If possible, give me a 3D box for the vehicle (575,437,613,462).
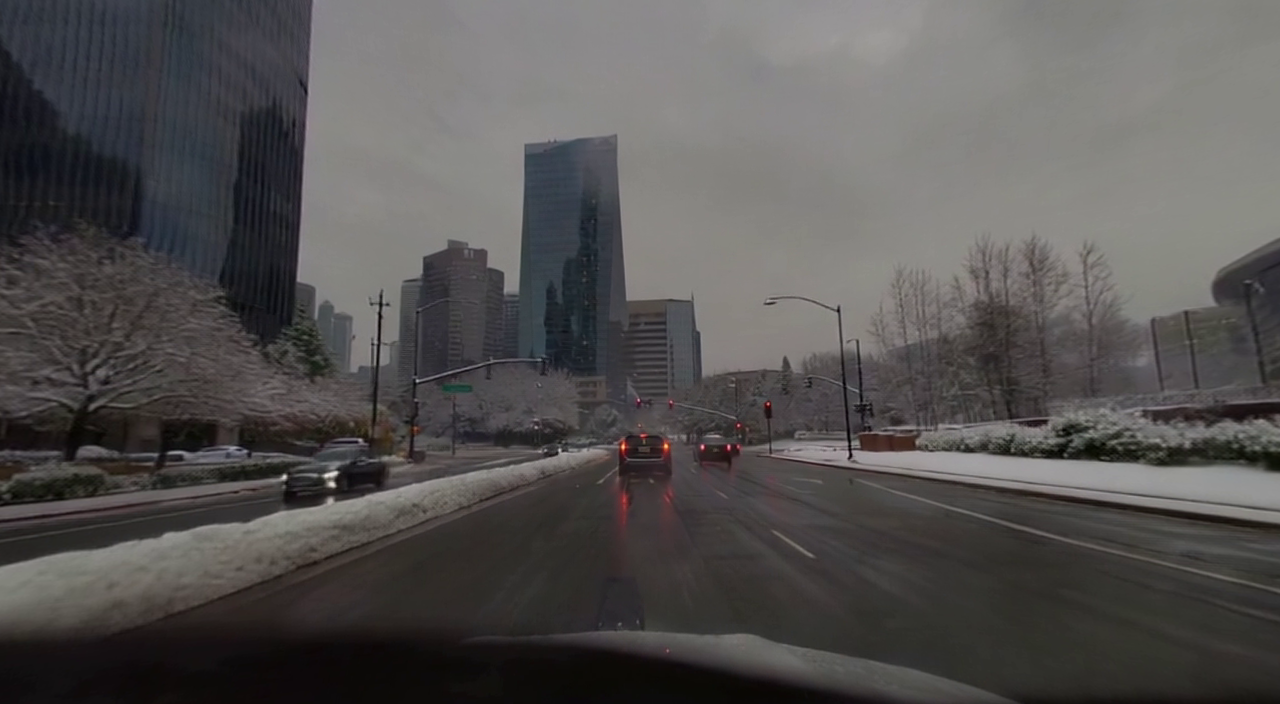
[{"bbox_3d":[-2.999,6.469,41.850,2.103,1.569,3.861,0,-9,2],"label":"vehicle"}]

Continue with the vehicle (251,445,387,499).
[{"bbox_3d":[-10.408,3.900,20.900,1.967,1.552,4.536,-1,-9,3],"label":"vehicle"}]

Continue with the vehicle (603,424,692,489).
[{"bbox_3d":[0.221,3.419,20.845,2.601,1.878,4.535,0,-9,0],"label":"vehicle"}]
